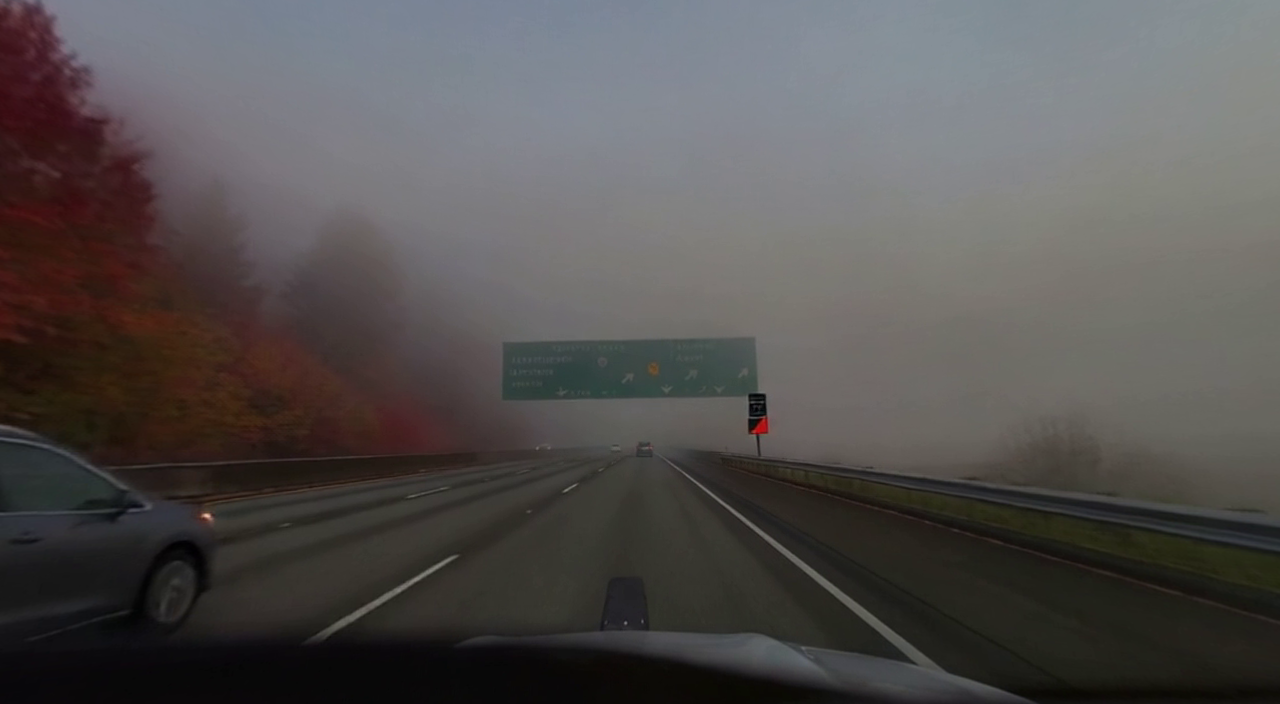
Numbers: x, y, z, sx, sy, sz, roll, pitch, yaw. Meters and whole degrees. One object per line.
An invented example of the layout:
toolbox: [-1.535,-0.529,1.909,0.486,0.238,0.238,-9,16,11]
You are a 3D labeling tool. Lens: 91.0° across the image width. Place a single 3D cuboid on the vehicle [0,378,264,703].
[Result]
vehicle: [-3.716,0.811,2.006,2.061,1.572,4.814,0,-8,0]
